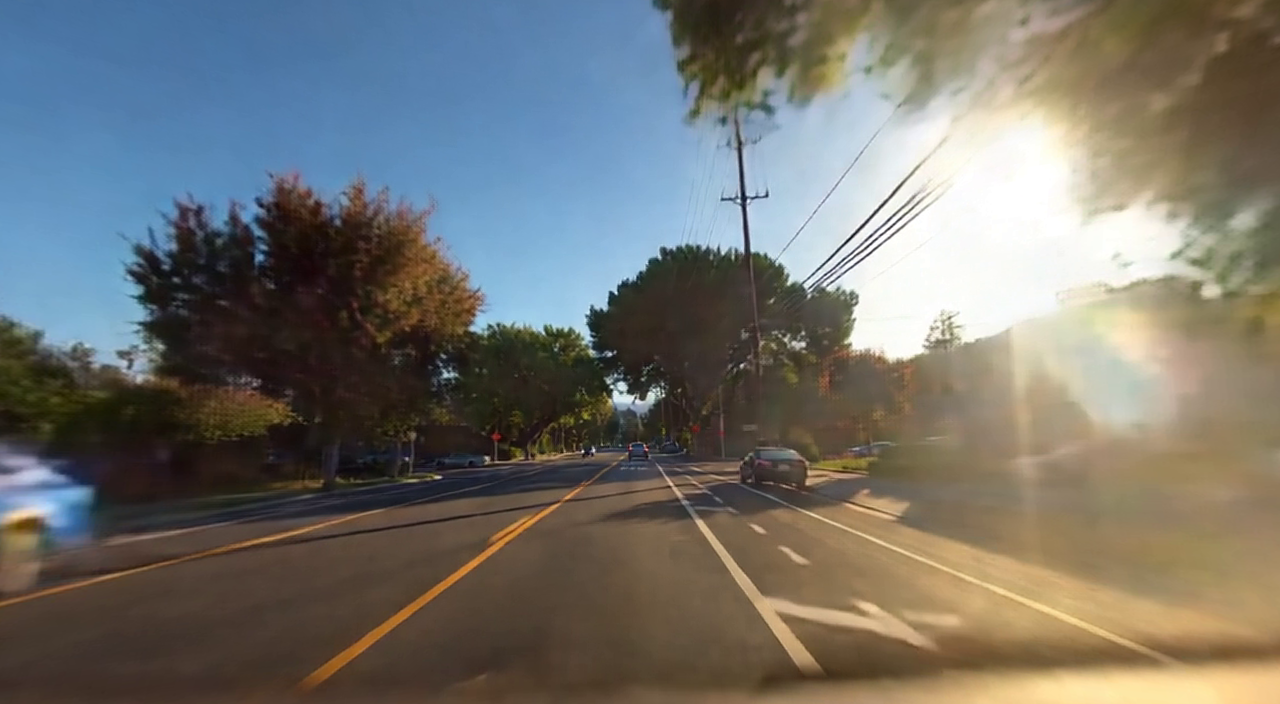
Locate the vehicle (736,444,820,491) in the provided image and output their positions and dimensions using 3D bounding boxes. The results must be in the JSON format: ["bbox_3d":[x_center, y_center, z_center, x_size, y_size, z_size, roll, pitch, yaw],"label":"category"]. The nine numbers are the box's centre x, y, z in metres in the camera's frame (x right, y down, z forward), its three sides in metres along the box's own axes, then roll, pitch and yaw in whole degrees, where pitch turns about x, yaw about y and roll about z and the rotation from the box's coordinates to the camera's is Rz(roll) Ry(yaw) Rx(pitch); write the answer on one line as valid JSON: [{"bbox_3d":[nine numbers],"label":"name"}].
[{"bbox_3d":[4.785,4.059,22.635,1.987,1.479,4.562,0,-9,0],"label":"vehicle"}]

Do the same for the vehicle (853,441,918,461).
[{"bbox_3d":[19.091,7.741,49.242,4.292,1.489,1.895,0,-9,0],"label":"vehicle"}]

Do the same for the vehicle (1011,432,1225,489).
[{"bbox_3d":[12.859,2.944,17.224,4.301,1.434,1.803,0,-9,1],"label":"vehicle"}]
